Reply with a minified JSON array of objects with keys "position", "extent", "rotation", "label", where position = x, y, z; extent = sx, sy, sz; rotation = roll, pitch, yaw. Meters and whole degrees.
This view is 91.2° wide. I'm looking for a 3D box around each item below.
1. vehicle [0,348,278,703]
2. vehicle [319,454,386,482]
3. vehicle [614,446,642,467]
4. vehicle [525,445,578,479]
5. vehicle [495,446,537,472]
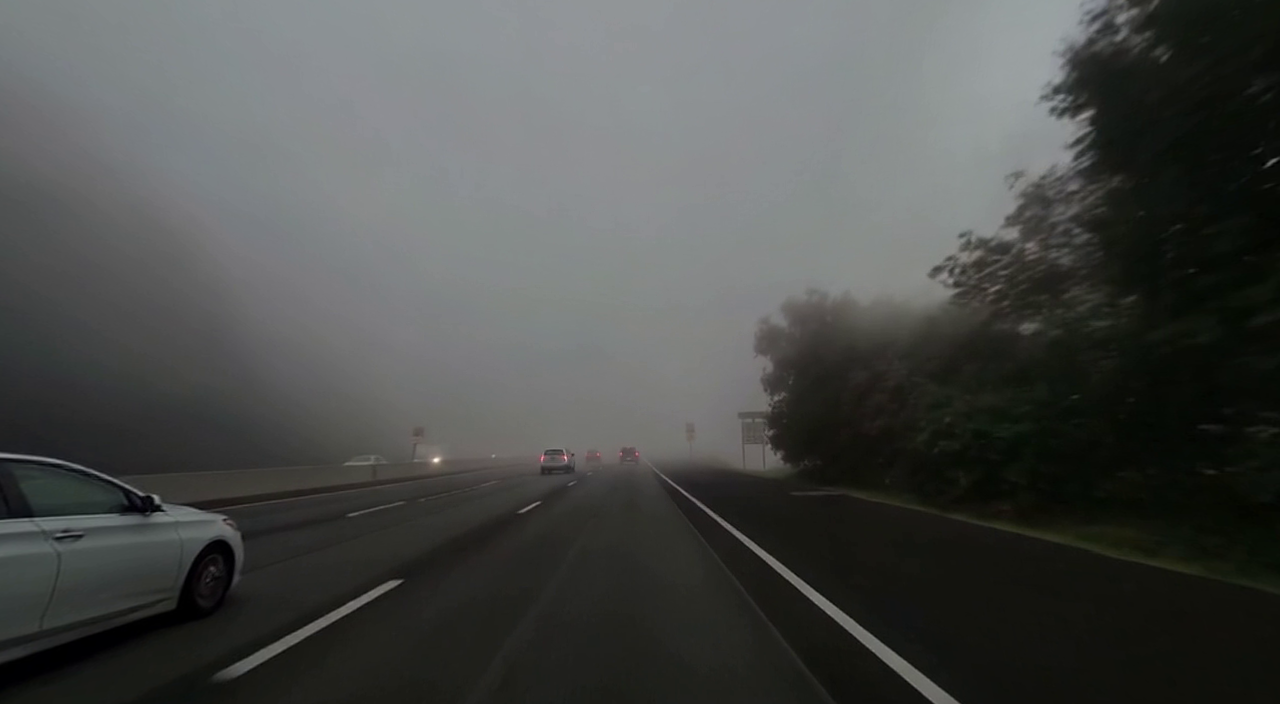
[{"position":[-3.978,0.866,2.732],"extent":[2.074,1.779,4.588],"rotation":[0,-9,-1],"label":"vehicle"},{"position":[-16.478,6.655,36.177],"extent":[1.911,1.466,4.273],"rotation":[0,-9,-1],"label":"vehicle"},{"position":[-0.885,7.832,47.088],"extent":[2.023,1.479,3.718],"rotation":[0,-9,-1],"label":"vehicle"},{"position":[-4.174,5.271,30.264],"extent":[1.988,1.477,4.118],"rotation":[0,-9,0],"label":"vehicle"},{"position":[-7.991,6.940,40.792],"extent":[1.936,1.516,3.904],"rotation":[0,-9,0],"label":"vehicle"}]
